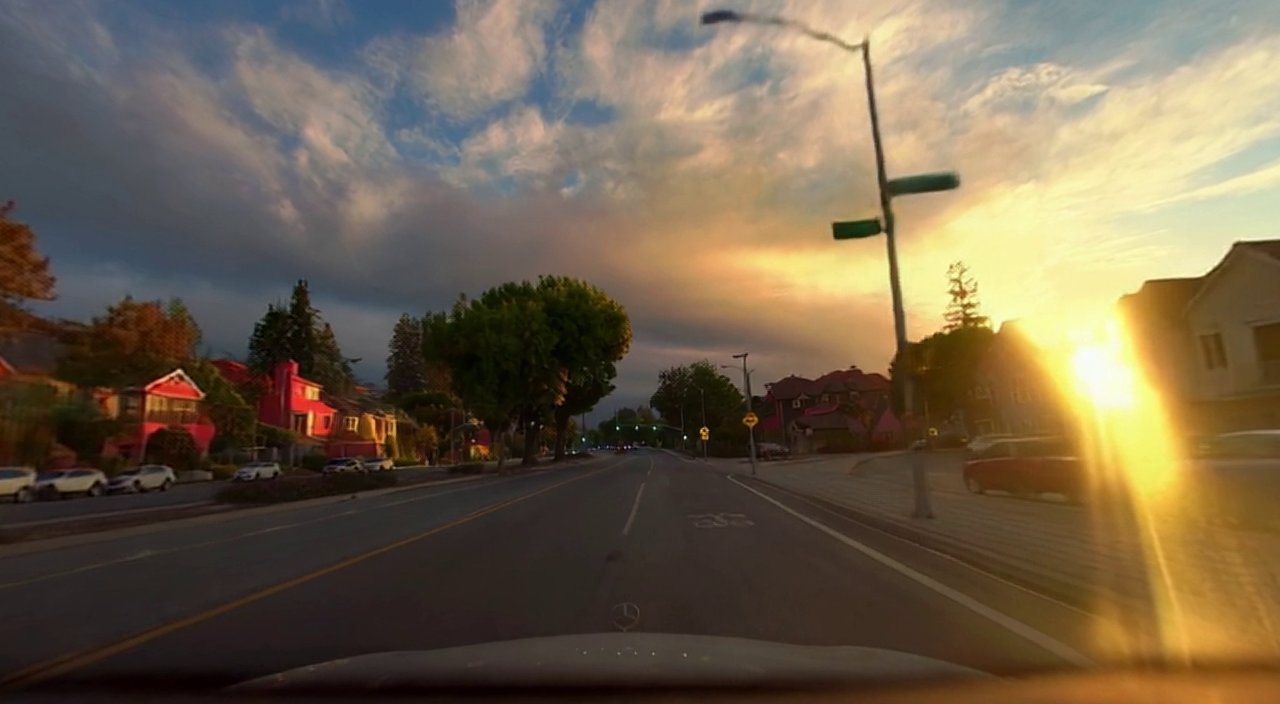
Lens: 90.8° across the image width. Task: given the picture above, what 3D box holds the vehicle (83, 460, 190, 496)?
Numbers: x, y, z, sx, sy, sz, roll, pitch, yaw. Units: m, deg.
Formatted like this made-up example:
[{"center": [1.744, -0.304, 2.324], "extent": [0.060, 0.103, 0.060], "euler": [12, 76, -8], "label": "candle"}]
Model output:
[{"center": [-27.467, 6.992, 34.674], "extent": [1.936, 1.723, 4.573], "euler": [-4, -13, 2], "label": "vehicle"}]

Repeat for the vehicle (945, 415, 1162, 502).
[{"center": [9.096, 2.595, 14.536], "extent": [2.004, 1.476, 4.588], "euler": [-5, -14, 3], "label": "vehicle"}]

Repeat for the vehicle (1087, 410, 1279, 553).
[{"center": [8.954, 1.753, 8.698], "extent": [1.923, 1.741, 4.683], "euler": [-3, -13, -2], "label": "vehicle"}]
